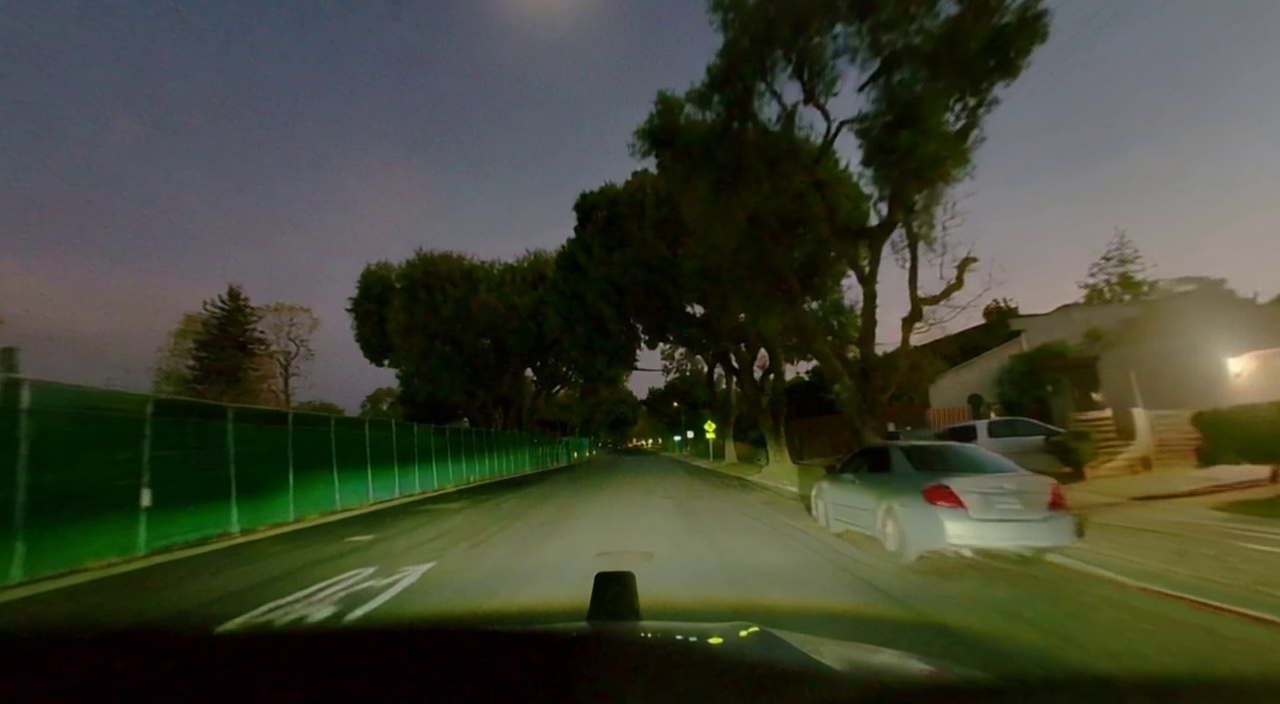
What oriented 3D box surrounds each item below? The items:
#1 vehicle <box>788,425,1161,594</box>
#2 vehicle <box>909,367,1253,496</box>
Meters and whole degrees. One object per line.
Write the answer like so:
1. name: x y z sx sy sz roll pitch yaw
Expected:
1. vehicle: 3.683 1.818 8.383 2.051 1.524 5.047 0 -8 -2
2. vehicle: 9.708 1.832 14.372 5.935 1.911 2.236 -8 -10 -1
